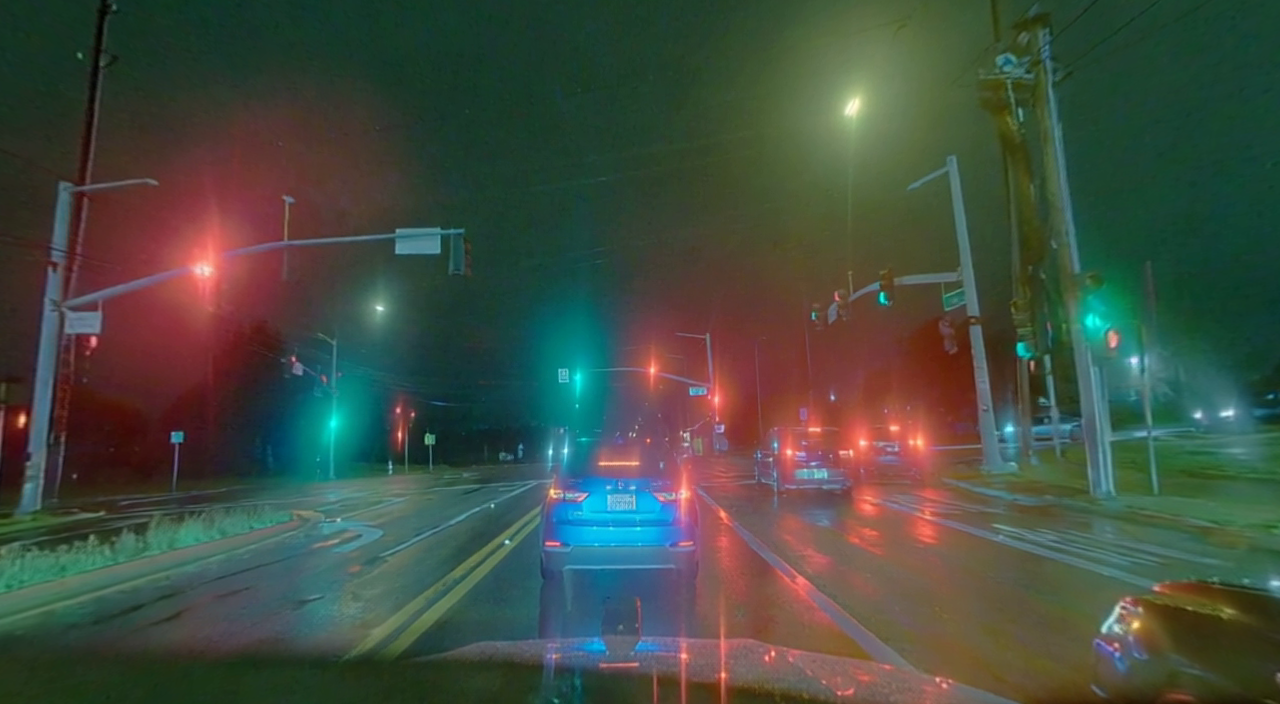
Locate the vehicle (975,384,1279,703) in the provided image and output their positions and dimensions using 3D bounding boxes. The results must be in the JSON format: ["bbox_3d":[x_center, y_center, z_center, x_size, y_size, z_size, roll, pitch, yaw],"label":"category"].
[{"bbox_3d":[2.927,0.835,1.834,1.860,1.494,3.707,0,-8,0],"label":"vehicle"}]

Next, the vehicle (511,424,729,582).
[{"bbox_3d":[-0.224,1.750,8.173,2.061,1.485,4.196,0,-8,-1],"label":"vehicle"}]
